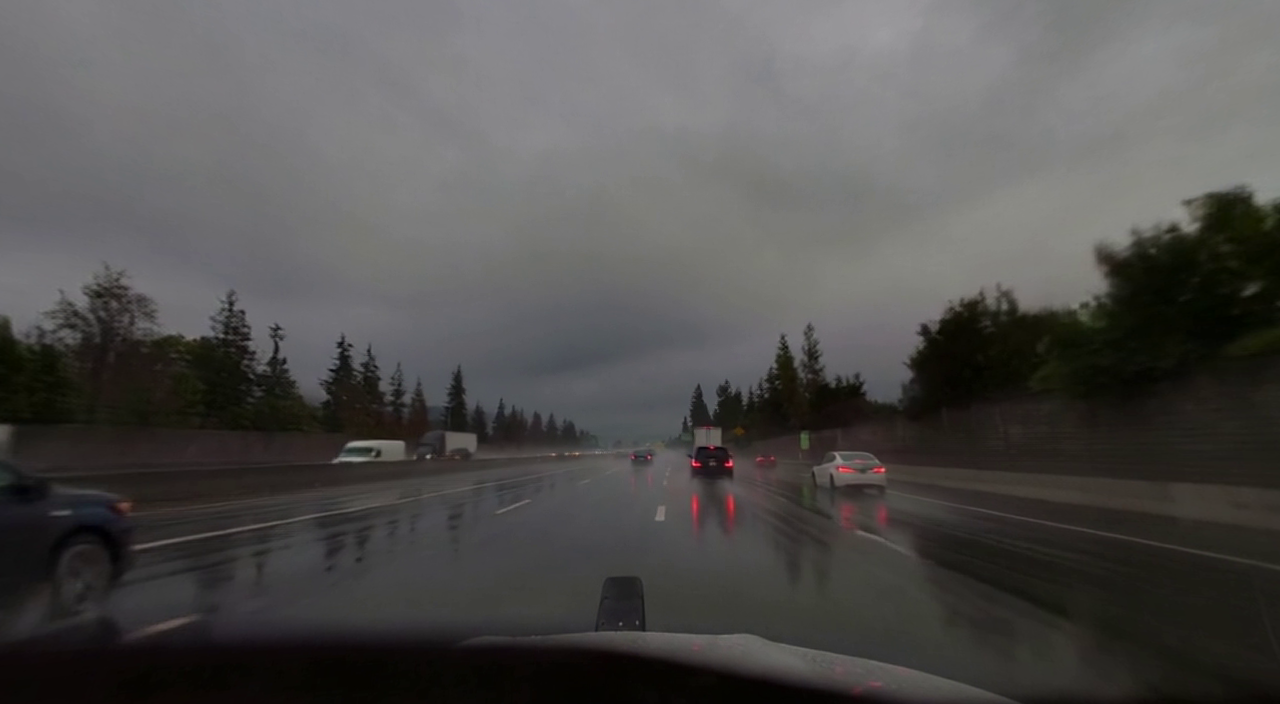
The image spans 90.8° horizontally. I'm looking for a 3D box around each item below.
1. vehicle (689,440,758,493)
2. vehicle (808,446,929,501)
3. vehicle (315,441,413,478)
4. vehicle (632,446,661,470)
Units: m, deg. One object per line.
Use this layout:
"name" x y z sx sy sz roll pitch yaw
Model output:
"vehicle" 2.926 4.120 23.166 2.103 1.717 4.399 0 -9 2
"vehicle" 6.831 3.653 19.559 2.146 1.482 4.665 0 -9 2
"vehicle" -14.686 5.753 34.098 2.514 1.812 5.524 -1 -9 4
"vehicle" 0.538 8.051 48.143 1.988 1.696 4.754 -1 -9 4
